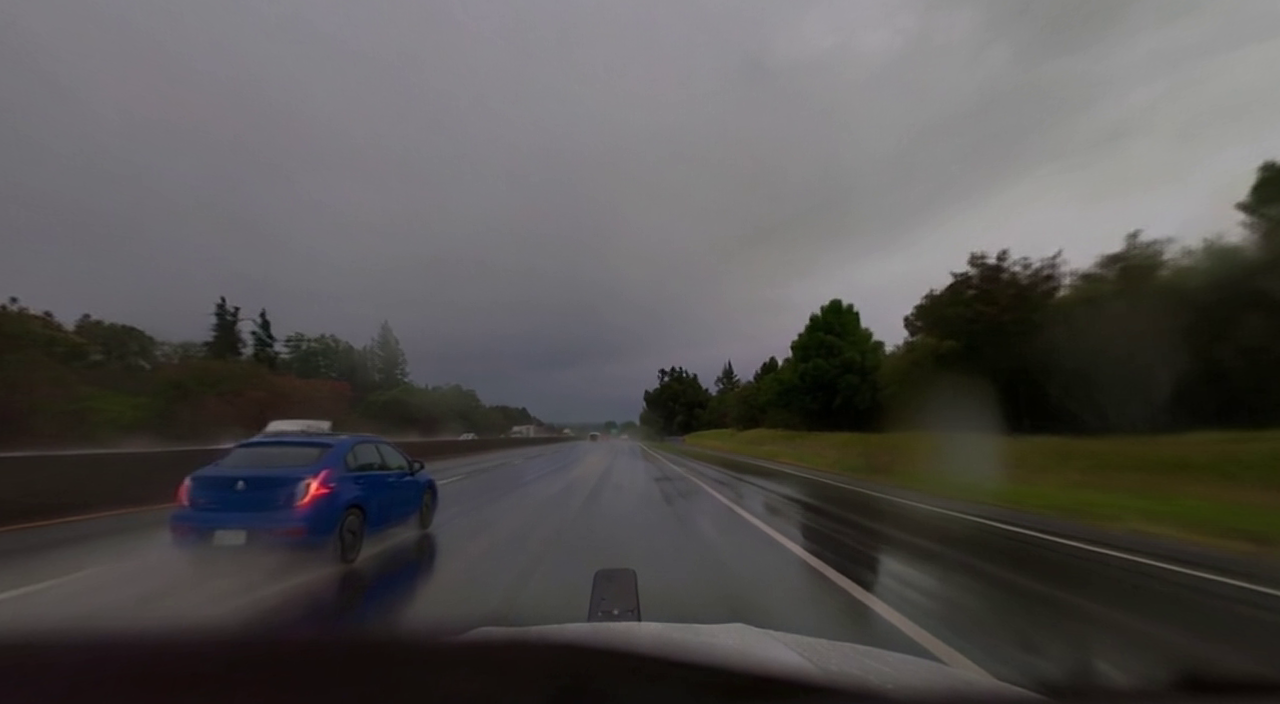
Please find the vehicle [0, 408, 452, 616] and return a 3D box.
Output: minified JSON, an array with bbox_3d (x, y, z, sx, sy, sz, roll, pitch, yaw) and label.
[{"bbox_3d":[-3.715,1.471,6.849,2.026,1.517,4.325,0,-8,0],"label":"vehicle"}]
